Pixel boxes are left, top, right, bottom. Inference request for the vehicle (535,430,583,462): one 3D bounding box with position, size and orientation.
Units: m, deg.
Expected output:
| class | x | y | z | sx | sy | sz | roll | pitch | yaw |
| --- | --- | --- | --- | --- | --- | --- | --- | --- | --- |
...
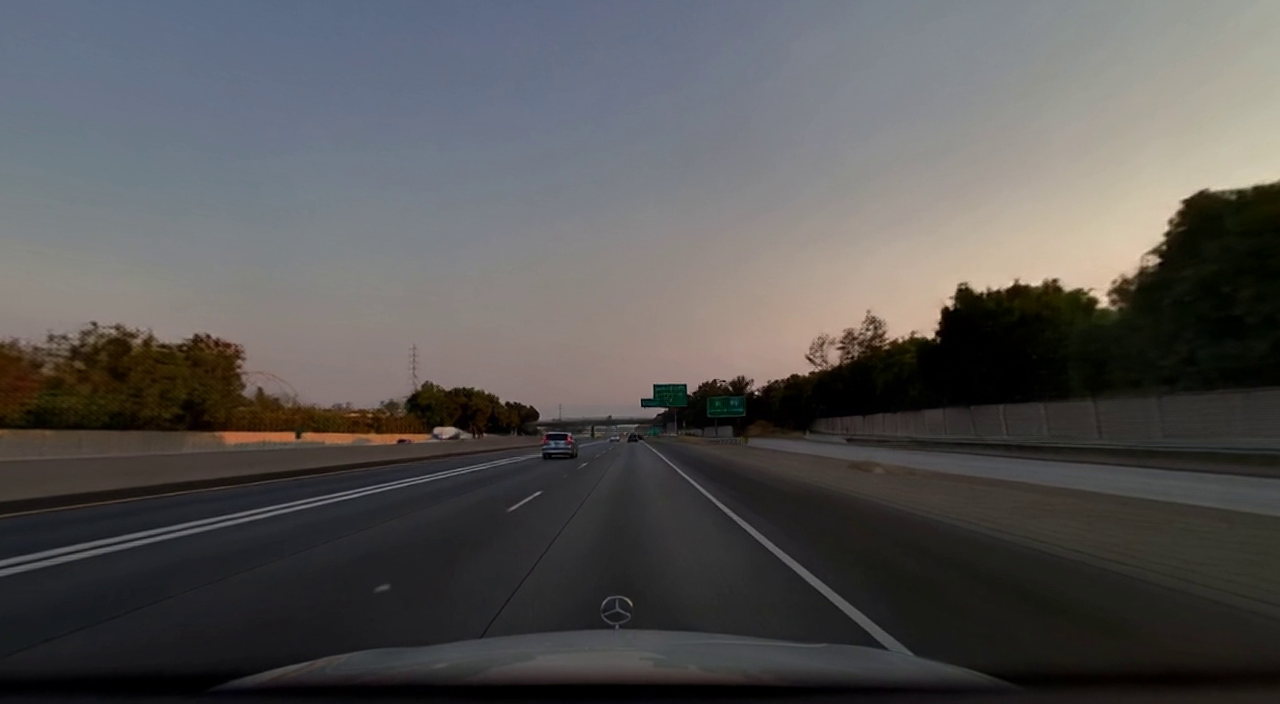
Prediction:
| class | x | y | z | sx | sy | sz | roll | pitch | yaw |
| --- | --- | --- | --- | --- | --- | --- | --- | --- | --- |
| vehicle | -4.418 | 5.200 | 35.046 | 2.129 | 1.641 | 4.263 | 0 | -7 | 0 |
